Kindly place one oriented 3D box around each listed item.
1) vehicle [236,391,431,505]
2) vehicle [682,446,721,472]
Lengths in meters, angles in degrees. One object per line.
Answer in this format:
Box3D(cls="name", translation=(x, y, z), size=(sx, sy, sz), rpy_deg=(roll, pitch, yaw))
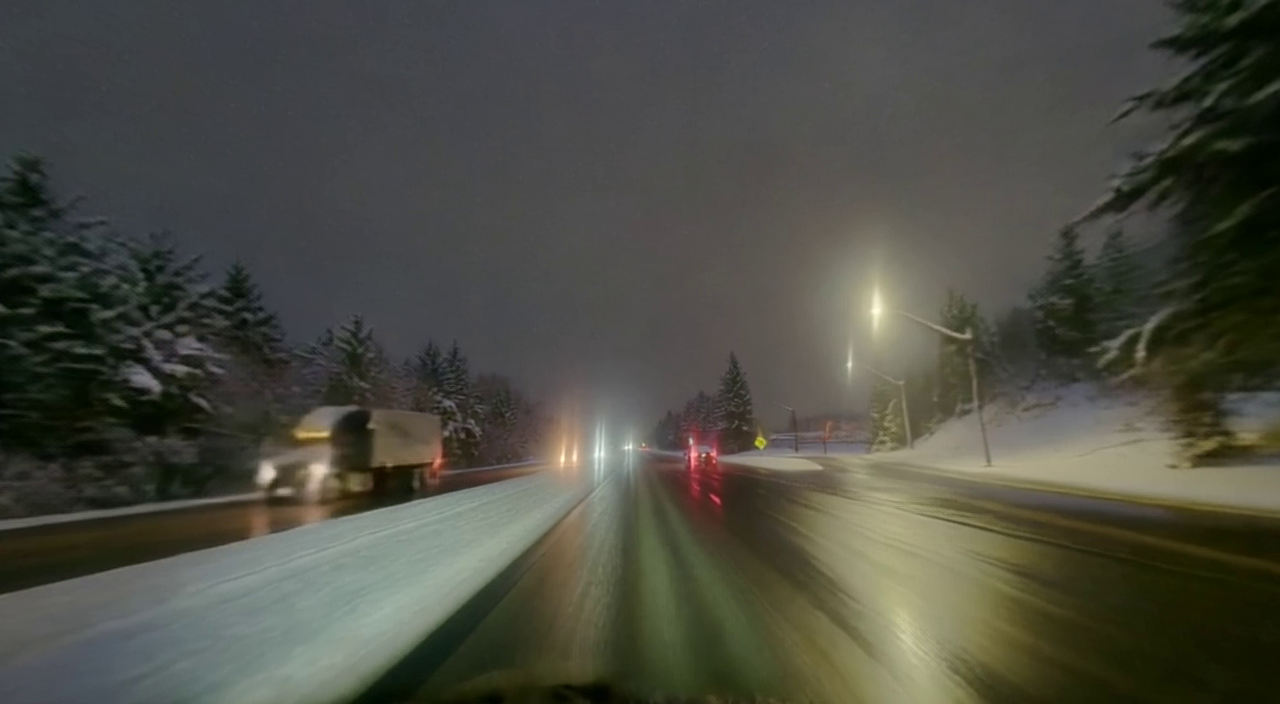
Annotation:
Box3D(cls="vehicle", translation=(-12.976, 4.357, 28.641), size=(2.904, 4.097, 11.763), rpy_deg=(0, -9, 0))
Box3D(cls="vehicle", translation=(3.865, 6.826, 40.343), size=(2.013, 1.584, 3.995), rpy_deg=(0, -9, -1))
